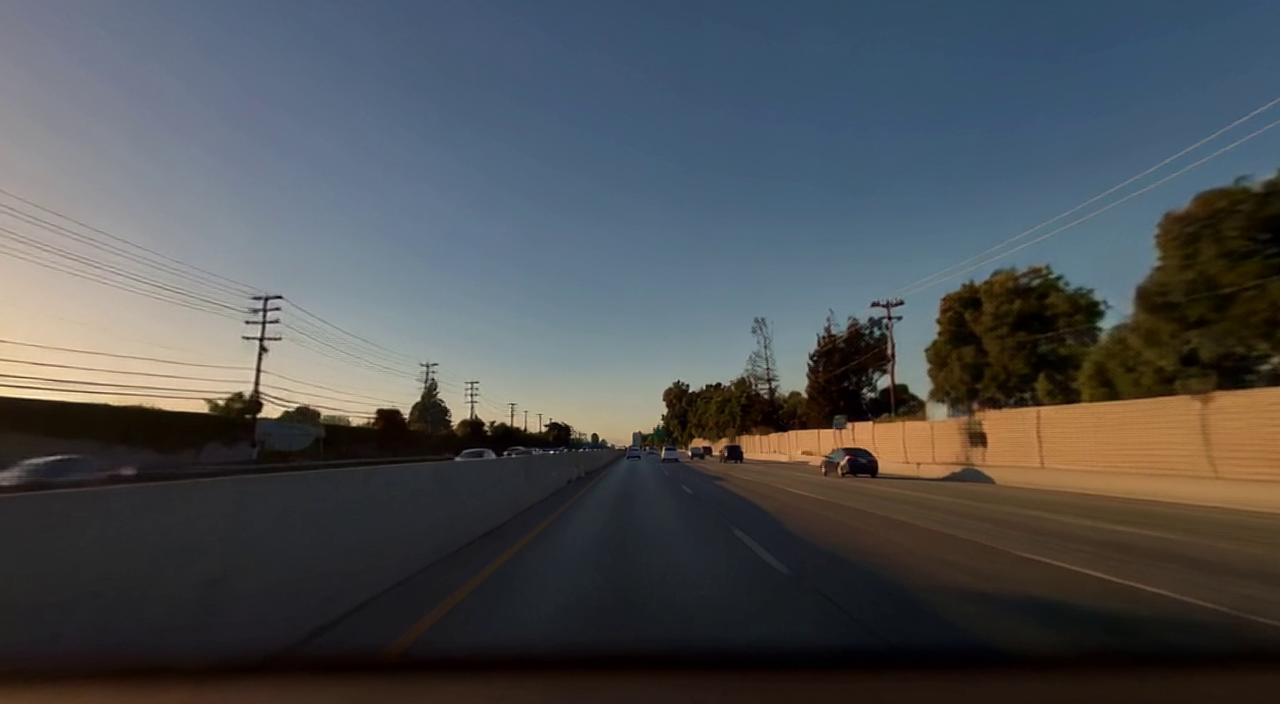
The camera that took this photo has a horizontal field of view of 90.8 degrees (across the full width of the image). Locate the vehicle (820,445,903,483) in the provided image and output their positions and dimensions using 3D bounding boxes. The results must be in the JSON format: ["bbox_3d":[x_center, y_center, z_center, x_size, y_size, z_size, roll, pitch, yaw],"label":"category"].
[{"bbox_3d":[9.617,4.873,27.884,1.969,1.506,4.422,1,-8,-1],"label":"vehicle"}]

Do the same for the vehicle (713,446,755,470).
[{"bbox_3d":[6.269,7.108,42.694,2.069,1.520,4.614,1,-8,-1],"label":"vehicle"}]

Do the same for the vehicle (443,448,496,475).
[{"bbox_3d":[-10.061,6.474,37.606,1.896,1.499,4.497,0,-8,0],"label":"vehicle"}]
